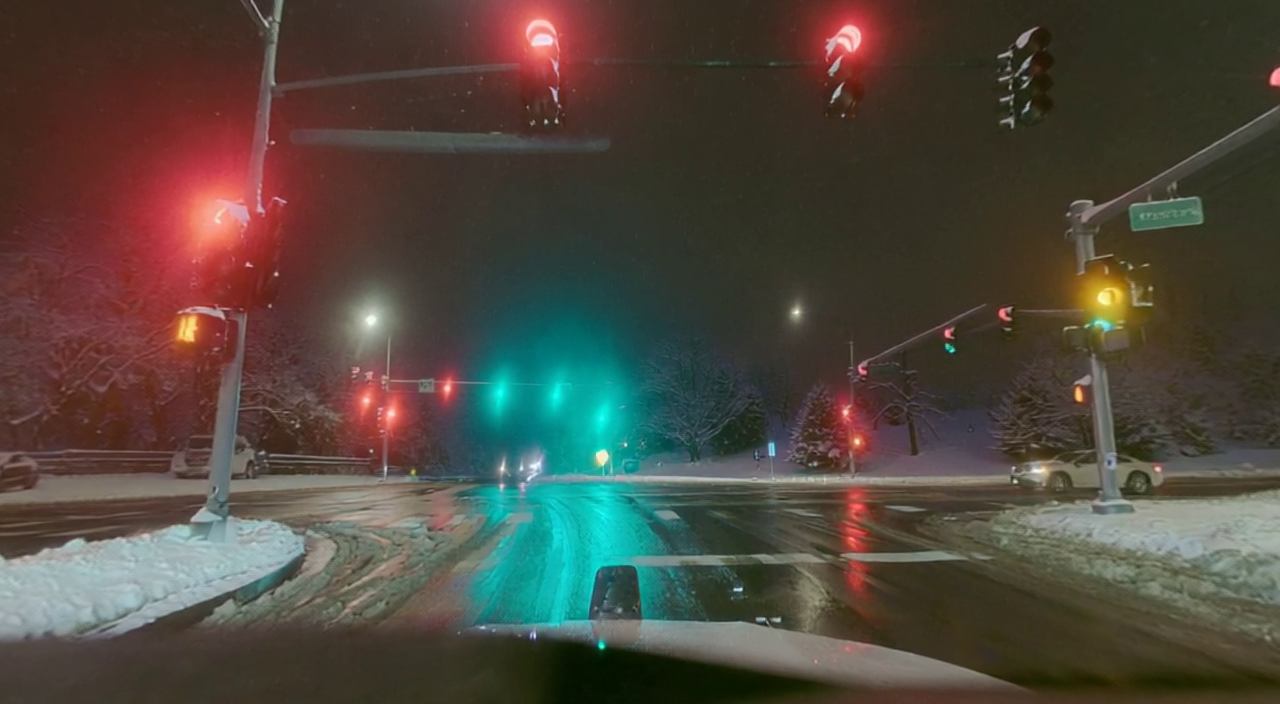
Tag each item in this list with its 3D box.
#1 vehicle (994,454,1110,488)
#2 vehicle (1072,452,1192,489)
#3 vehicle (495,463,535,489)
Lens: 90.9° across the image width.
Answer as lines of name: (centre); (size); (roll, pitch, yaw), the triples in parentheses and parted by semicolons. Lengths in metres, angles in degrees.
vehicle: (21.177, 6.152, 32.497); (4.455, 1.647, 2.124); (1, -12, -6)
vehicle: (22.696, 5.444, 29.127); (3.998, 1.590, 1.936); (1, -9, -6)
vehicle: (-9.052, 9.000, 45.916); (2.045, 1.608, 3.709); (0, -8, 1)
